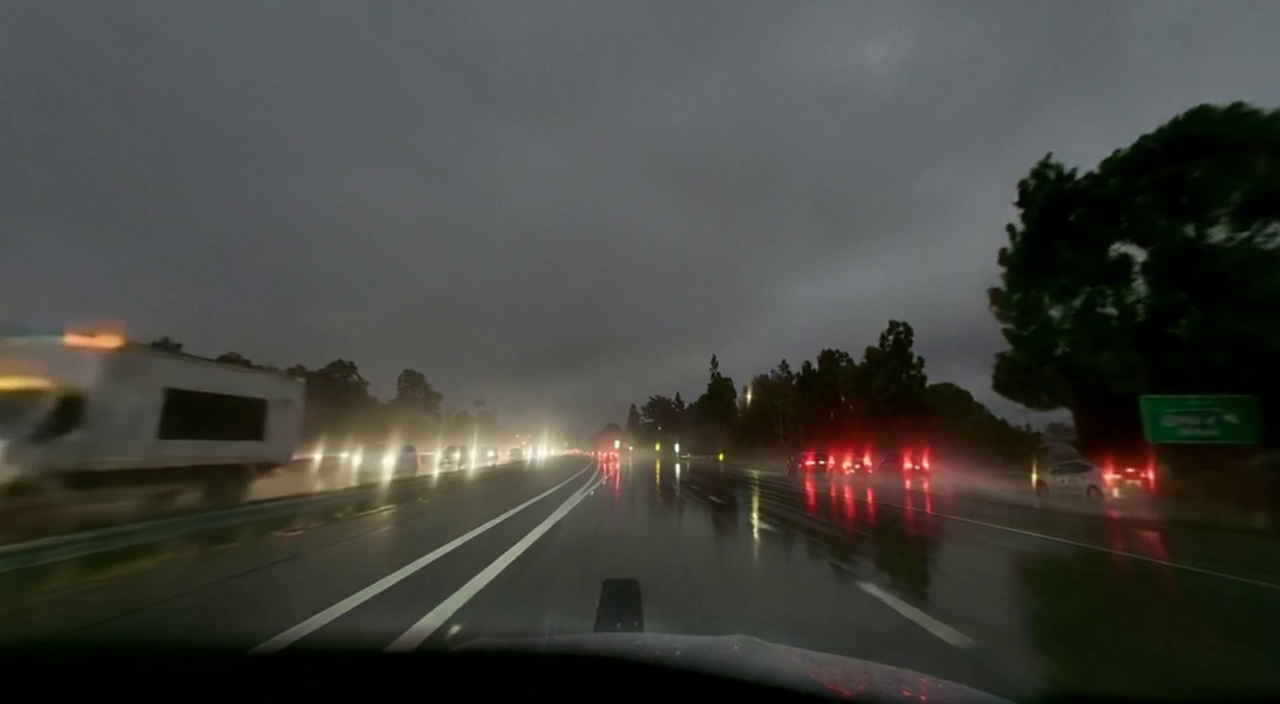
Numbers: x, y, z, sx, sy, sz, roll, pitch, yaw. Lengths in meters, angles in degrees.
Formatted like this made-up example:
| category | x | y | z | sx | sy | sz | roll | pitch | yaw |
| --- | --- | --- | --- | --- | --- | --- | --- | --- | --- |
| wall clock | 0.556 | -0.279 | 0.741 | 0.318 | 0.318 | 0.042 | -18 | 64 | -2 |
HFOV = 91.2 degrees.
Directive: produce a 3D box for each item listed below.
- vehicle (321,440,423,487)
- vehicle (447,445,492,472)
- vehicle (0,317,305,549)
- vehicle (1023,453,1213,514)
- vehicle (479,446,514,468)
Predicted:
| category | x | y | z | sx | sy | sz | roll | pitch | yaw |
| --- | --- | --- | --- | --- | --- | --- | --- | --- | --- |
| vehicle | -9.235 | 3.862 | 22.016 | 1.839 | 1.474 | 4.225 | 0 | -9 | -3 |
| vehicle | -10.136 | 6.350 | 37.563 | 1.797 | 1.477 | 3.854 | 0 | -9 | -3 |
| vehicle | -8.559 | 1.429 | 10.525 | 2.356 | 2.637 | 6.975 | 0 | -9 | -4 |
| vehicle | 13.883 | 3.802 | 18.659 | 1.941 | 1.536 | 4.585 | 0 | -9 | -2 |
| vehicle | -10.629 | 7.799 | 46.564 | 1.832 | 1.507 | 3.859 | 0 | -9 | -2 |
